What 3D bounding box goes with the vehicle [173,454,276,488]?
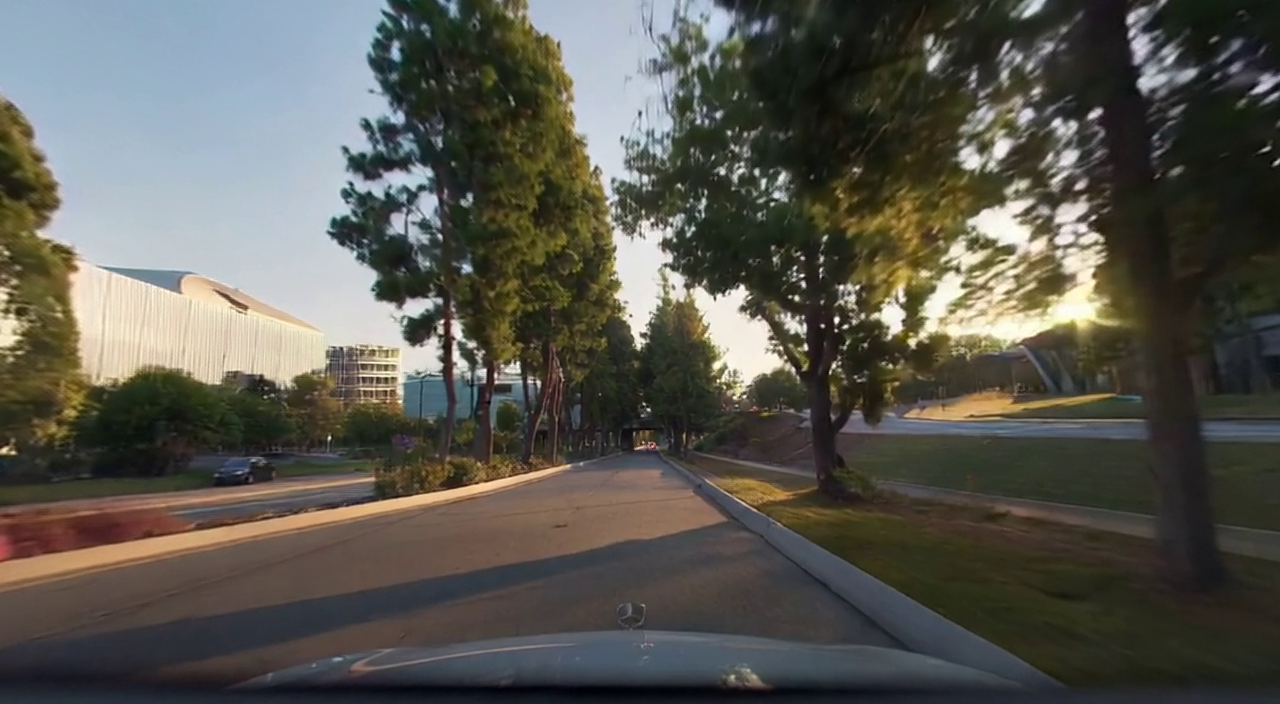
[{"bbox_3d":[-21.523,6.159,32.939,1.945,1.481,5.005,-3,-8,1],"label":"vehicle"}]
